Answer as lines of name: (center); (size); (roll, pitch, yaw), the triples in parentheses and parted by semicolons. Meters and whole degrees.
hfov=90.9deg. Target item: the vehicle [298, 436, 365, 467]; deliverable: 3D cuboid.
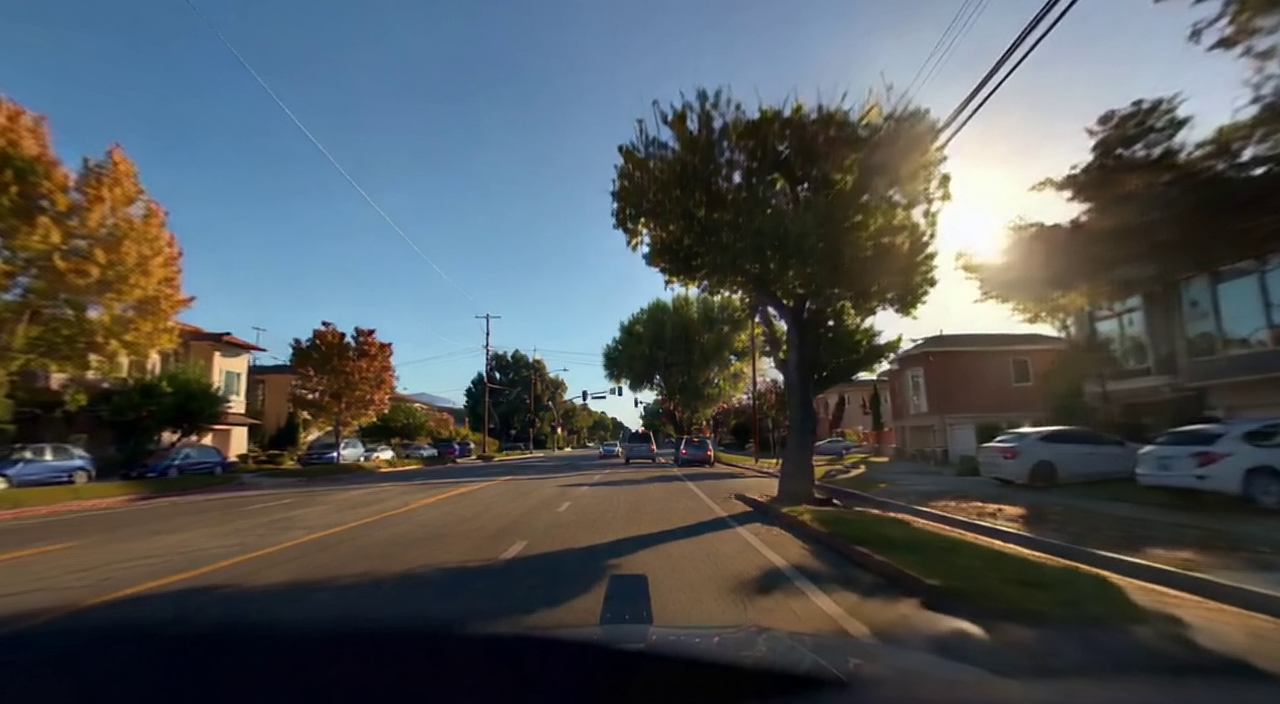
vehicle: (-20.056, 6.489, 41.214); (2.046, 1.874, 4.448); (0, -8, 2)

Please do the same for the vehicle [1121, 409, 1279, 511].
vehicle: (13.471, 2.258, 13.461); (4.508, 1.937, 2.356); (1, -8, -5)

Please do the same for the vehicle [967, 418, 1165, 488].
vehicle: (12.602, 2.990, 18.882); (4.412, 1.878, 2.048); (-1, -7, -1)

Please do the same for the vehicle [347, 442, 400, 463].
vehicle: (-19.774, 7.490, 46.998); (1.866, 1.471, 4.770); (0, -8, 1)

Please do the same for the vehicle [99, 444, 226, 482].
vehicle: (-20.432, 4.734, 27.287); (1.865, 1.506, 4.706); (0, -8, -1)

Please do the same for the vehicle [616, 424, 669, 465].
vehicle: (0.145, 5.198, 35.461); (2.769, 2.087, 5.130); (0, -8, 0)

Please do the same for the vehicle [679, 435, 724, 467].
vehicle: (3.213, 5.277, 33.693); (2.002, 1.511, 4.124); (1, -8, 0)

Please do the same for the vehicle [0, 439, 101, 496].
vehicle: (-20.266, 3.666, 20.238); (1.973, 1.700, 4.475); (0, -8, -1)
